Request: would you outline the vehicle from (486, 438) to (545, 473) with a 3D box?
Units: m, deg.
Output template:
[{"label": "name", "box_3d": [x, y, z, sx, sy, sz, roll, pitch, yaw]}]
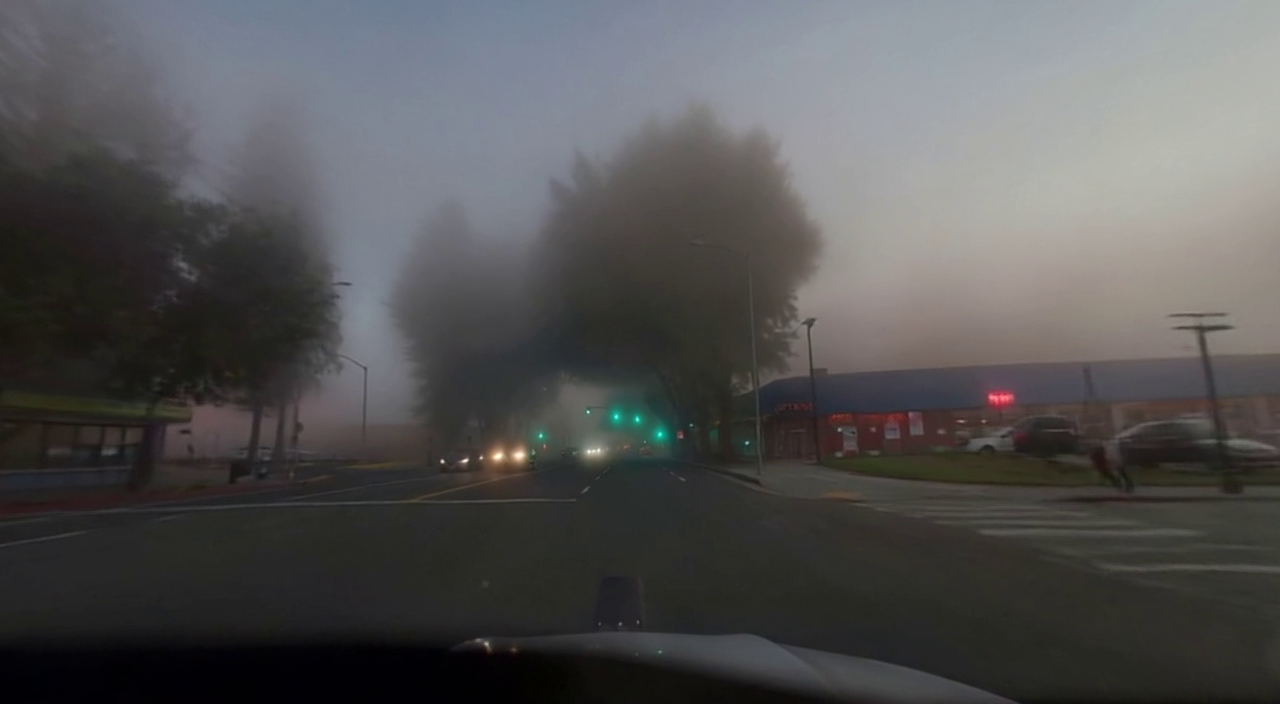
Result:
[{"label": "vehicle", "box_3d": [-6.883, 5.784, 35.530, 2.322, 1.819, 4.651, 0, -8, 0]}]

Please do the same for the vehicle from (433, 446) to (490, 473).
[{"label": "vehicle", "box_3d": [-10.336, 6.237, 36.955, 2.012, 1.429, 4.462, 0, -8, 0]}]

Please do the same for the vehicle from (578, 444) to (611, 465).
[{"label": "vehicle", "box_3d": [-3.334, 7.636, 47.234, 2.122, 1.469, 4.388, 0, -8, 1]}]
